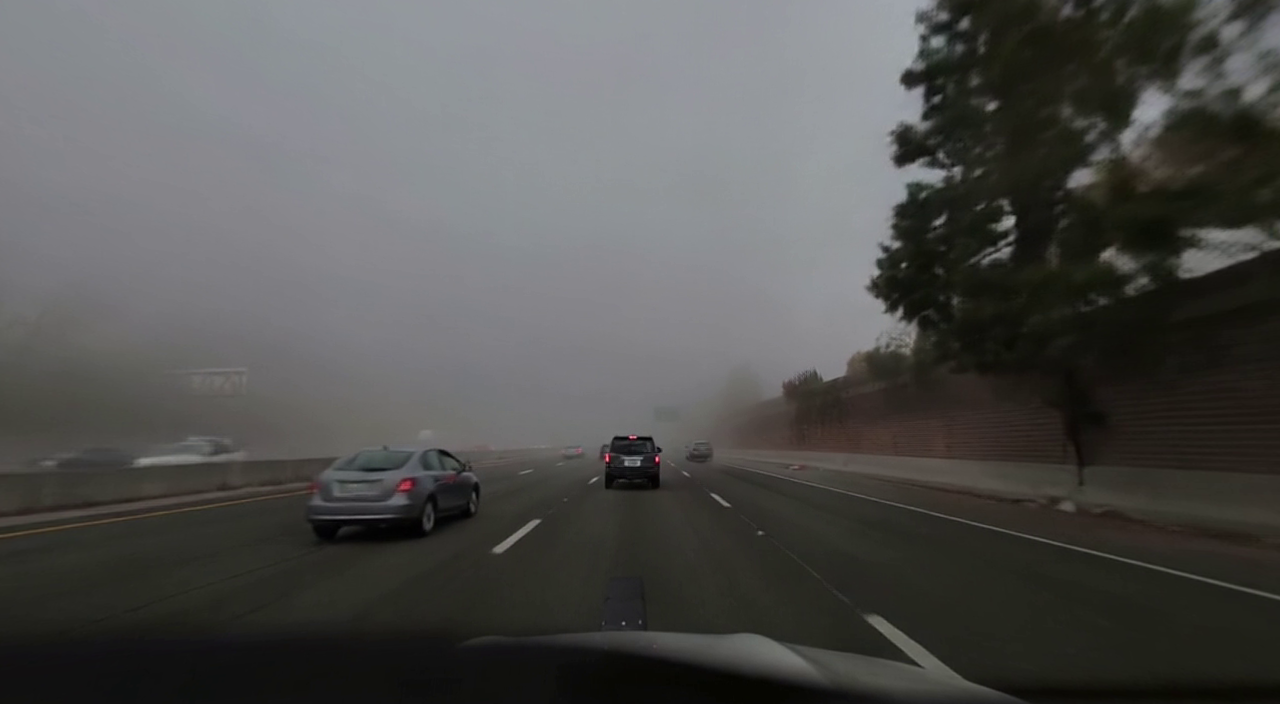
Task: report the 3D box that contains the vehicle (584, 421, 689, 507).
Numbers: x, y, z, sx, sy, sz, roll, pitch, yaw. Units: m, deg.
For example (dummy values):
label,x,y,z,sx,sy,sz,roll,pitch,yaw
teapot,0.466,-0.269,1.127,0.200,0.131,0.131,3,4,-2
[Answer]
label,x,y,z,sx,sy,sz,roll,pitch,yaw
vehicle,-0.078,2.707,15.630,2.233,1.804,4.273,0,-9,0

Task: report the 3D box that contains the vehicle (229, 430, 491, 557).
label,x,y,z,sx,sy,sz,roll,pitch,yaw
vehicle,-3.738,1.955,9.421,1.967,1.442,4.143,0,-9,1

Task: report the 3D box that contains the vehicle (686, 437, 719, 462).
label,x,y,z,sx,sy,sz,roll,pitch,yaw
vehicle,4.744,7.538,48.674,2.017,1.847,4.299,0,-9,-1

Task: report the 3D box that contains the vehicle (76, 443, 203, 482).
label,x,y,z,sx,sy,sz,roll,pitch,yaw
vehicle,-21.198,4.673,26.994,1.860,1.503,4.271,0,-9,1

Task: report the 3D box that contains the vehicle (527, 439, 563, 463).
label,x,y,z,sx,sy,sz,roll,pitch,yaw
vehicle,-7.136,7.515,47.788,2.024,1.706,4.249,0,-9,1
